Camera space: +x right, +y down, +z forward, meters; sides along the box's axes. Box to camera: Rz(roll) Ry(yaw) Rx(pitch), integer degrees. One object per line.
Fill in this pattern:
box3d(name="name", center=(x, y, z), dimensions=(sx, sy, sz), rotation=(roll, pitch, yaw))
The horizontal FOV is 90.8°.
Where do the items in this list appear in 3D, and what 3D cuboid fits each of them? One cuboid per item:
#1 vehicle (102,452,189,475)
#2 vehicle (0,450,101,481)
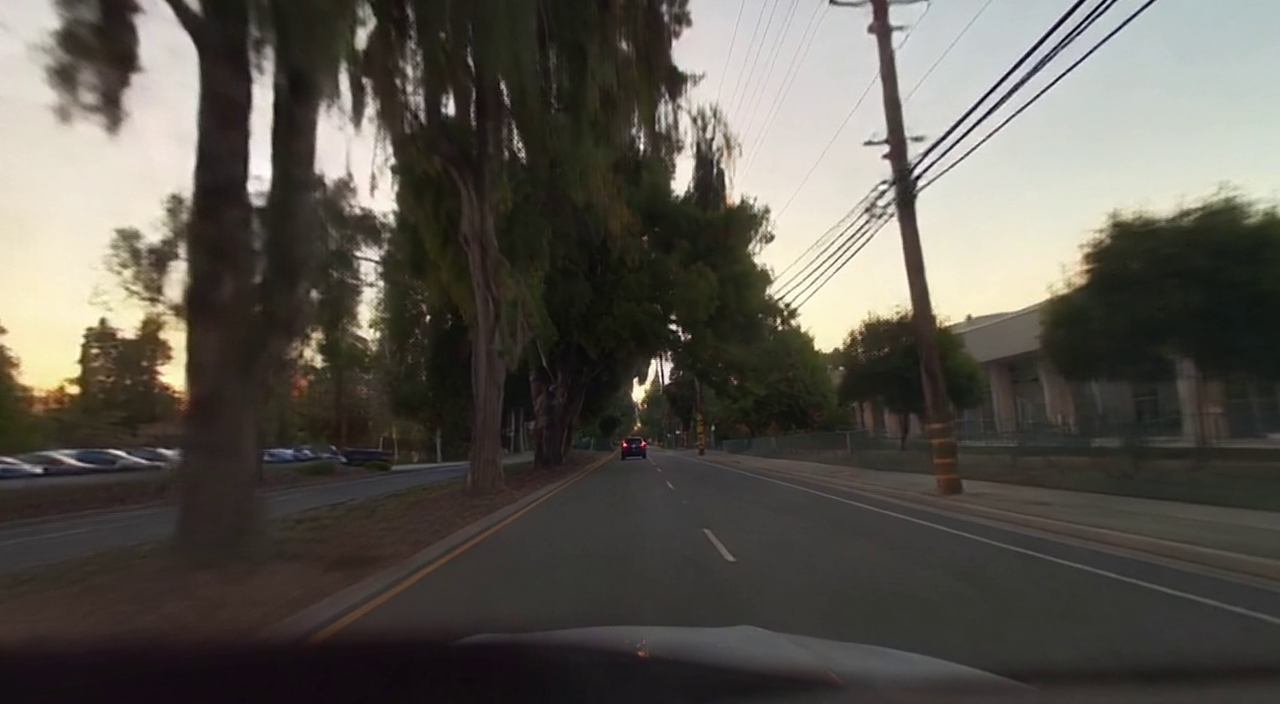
box3d(name="vehicle", center=(-34.324, 7.743, 43.942), dimensions=(4.367, 1.464, 1.992), rotation=(-1, -9, 2))
box3d(name="vehicle", center=(-34.102, 6.453, 35.967), dimensions=(4.662, 1.660, 2.312), rotation=(0, -9, -2))
